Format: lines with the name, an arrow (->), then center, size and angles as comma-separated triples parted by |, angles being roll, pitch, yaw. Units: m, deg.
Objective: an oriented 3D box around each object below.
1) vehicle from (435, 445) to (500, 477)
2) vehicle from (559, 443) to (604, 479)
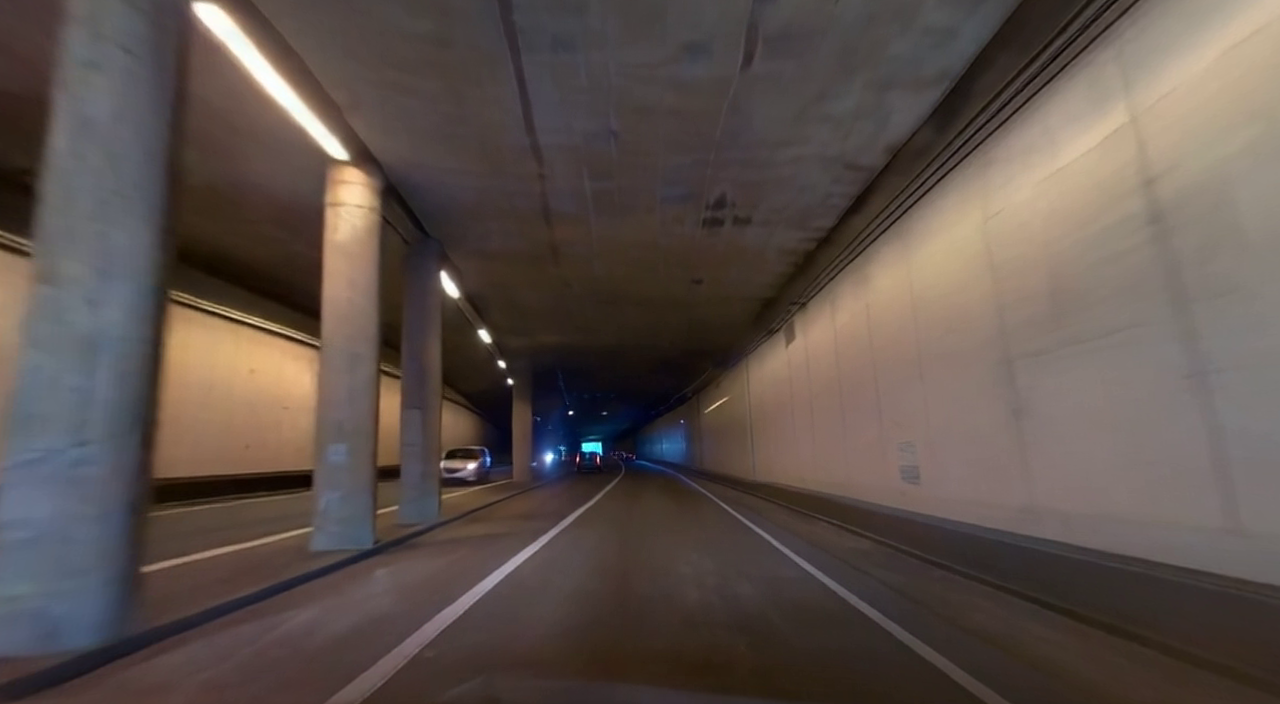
vehicle -> -8.323, 5.328, 30.962 | 1.963, 1.414, 4.567 | 0, -9, -1
vehicle -> -3.015, 5.760, 33.542 | 1.961, 1.725, 4.315 | 0, -9, 0
